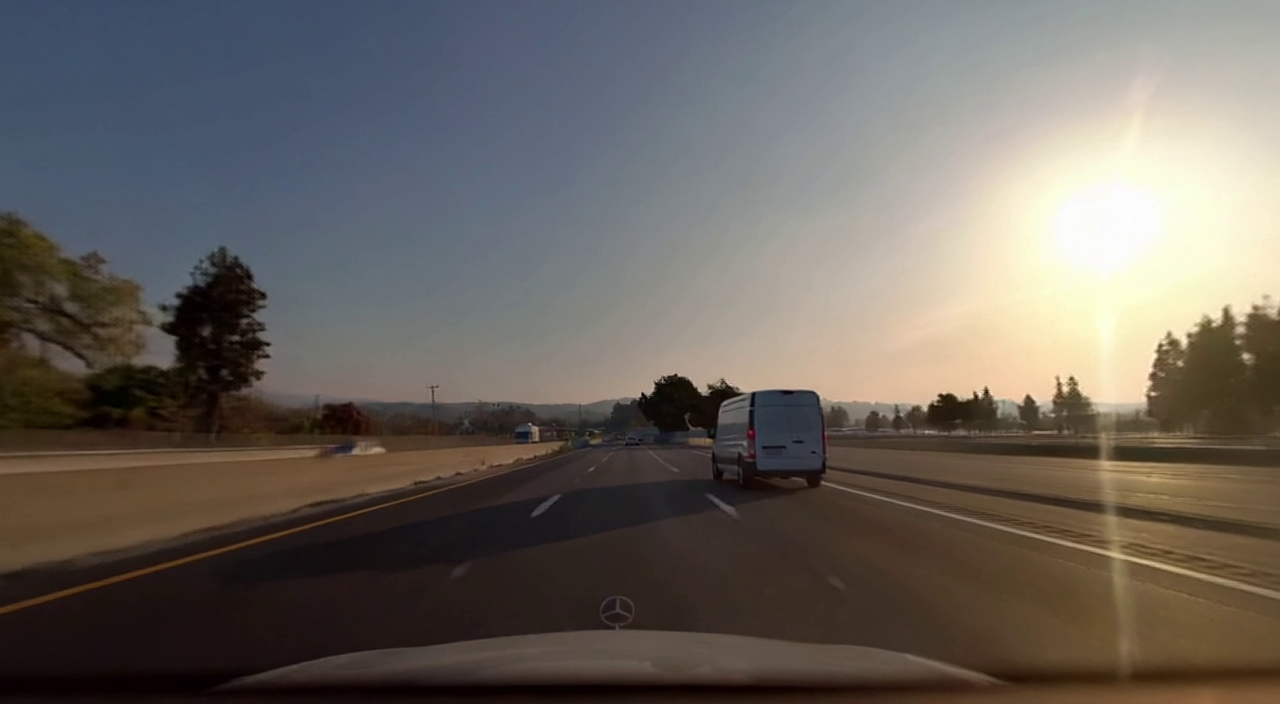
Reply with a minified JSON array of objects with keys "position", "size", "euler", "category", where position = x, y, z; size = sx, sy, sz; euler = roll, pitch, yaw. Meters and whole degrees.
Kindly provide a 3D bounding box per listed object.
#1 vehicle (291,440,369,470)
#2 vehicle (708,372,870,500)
[{"position":[-16.052,5.322,32.848],"size":[1.921,1.433,4.304],"euler":[0,-8,-1],"category":"vehicle"},{"position":[3.508,2.252,16.770],"size":[2.431,2.667,6.921],"euler":[0,-8,-1],"category":"vehicle"}]
